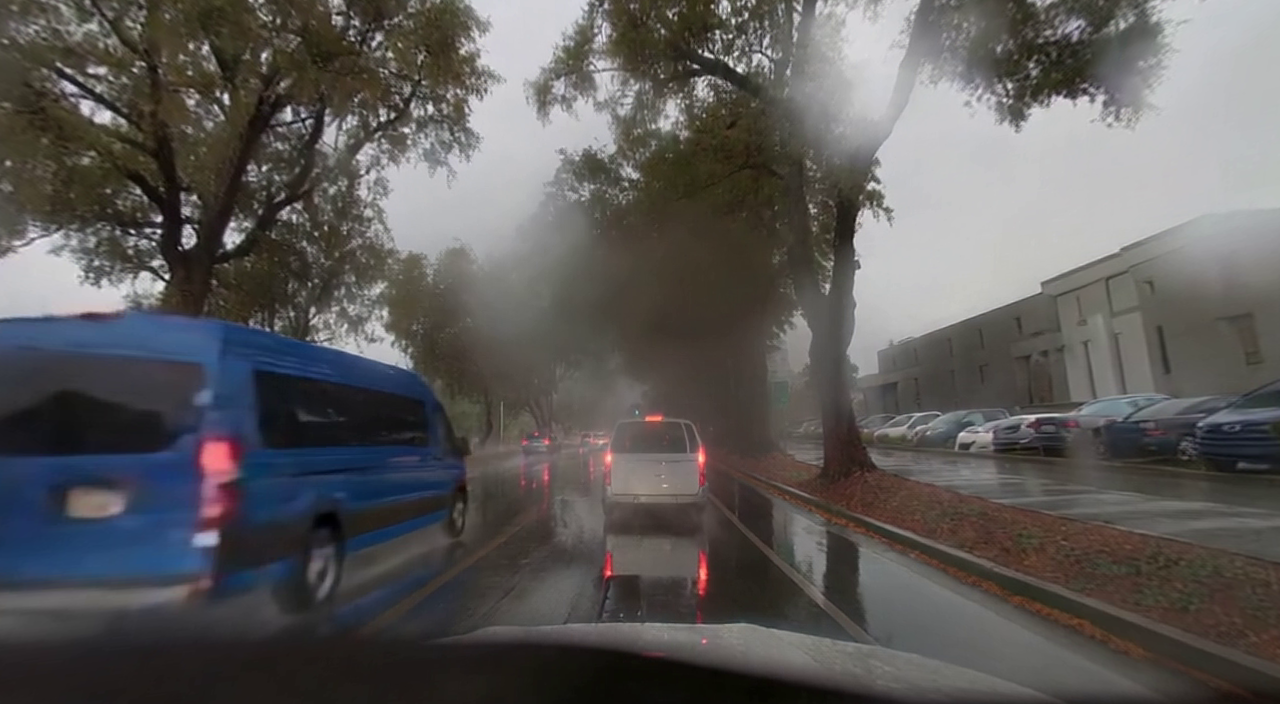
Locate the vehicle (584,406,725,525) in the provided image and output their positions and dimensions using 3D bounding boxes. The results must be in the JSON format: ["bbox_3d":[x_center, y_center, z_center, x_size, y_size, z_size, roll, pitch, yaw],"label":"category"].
[{"bbox_3d":[0.294,2.071,11.961,2.173,1.830,4.189,0,-8,2],"label":"vehicle"}]

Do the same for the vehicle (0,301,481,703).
[{"bbox_3d":[-3.542,1.153,6.043,2.486,2.074,5.456,0,-8,2],"label":"vehicle"}]

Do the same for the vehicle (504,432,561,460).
[{"bbox_3d":[-7.146,6.309,42.485,2.243,1.783,4.600,-2,-8,11],"label":"vehicle"}]
